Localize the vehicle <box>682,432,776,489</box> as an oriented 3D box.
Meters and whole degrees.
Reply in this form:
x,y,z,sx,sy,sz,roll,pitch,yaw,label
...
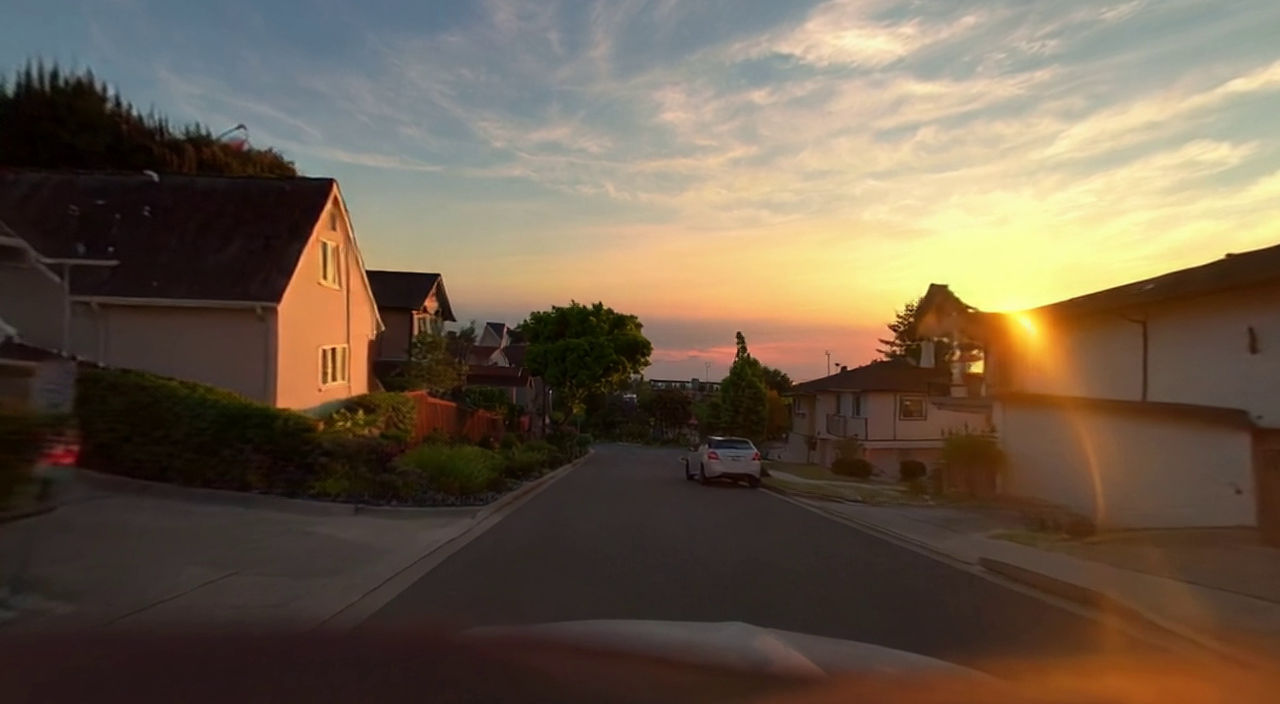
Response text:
x,y,z,sx,sy,sz,roll,pitch,yaw,label
2.512,3.155,18.779,1.955,1.498,4.046,0,-8,-4,vehicle
